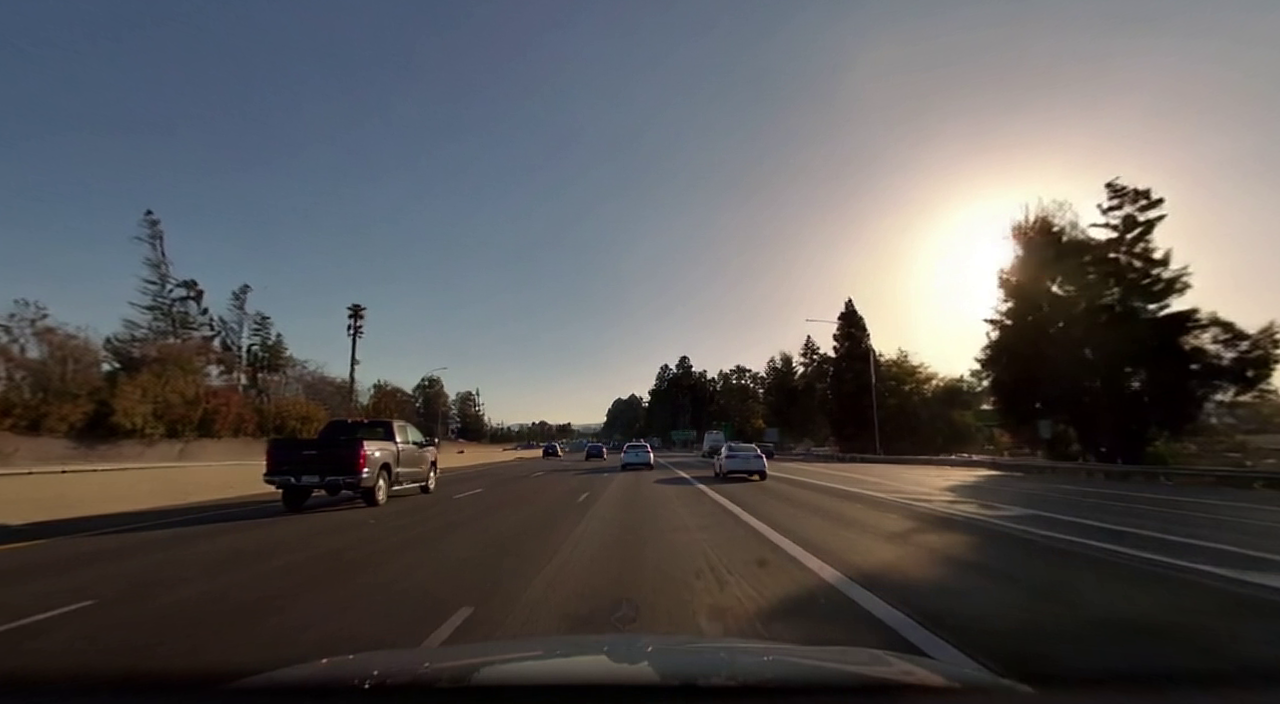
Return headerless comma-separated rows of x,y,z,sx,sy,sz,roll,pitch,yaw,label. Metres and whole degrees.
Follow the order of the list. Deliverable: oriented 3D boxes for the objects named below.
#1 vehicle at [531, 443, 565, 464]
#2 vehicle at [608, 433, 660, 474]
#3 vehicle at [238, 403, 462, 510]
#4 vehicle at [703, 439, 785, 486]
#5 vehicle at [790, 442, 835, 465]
-6.887,7.634,47.684,1.920,1.482,4.385,0,-8,0,vehicle
-0.294,4.881,30.596,2.323,1.805,4.729,0,-8,0,vehicle
-6.352,2.433,15.049,2.444,2.012,6.122,0,-8,0,vehicle
3.472,3.770,21.923,2.011,1.462,4.286,0,-8,-1,vehicle
11.861,6.984,43.726,2.105,1.481,4.117,0,-8,2,vehicle
